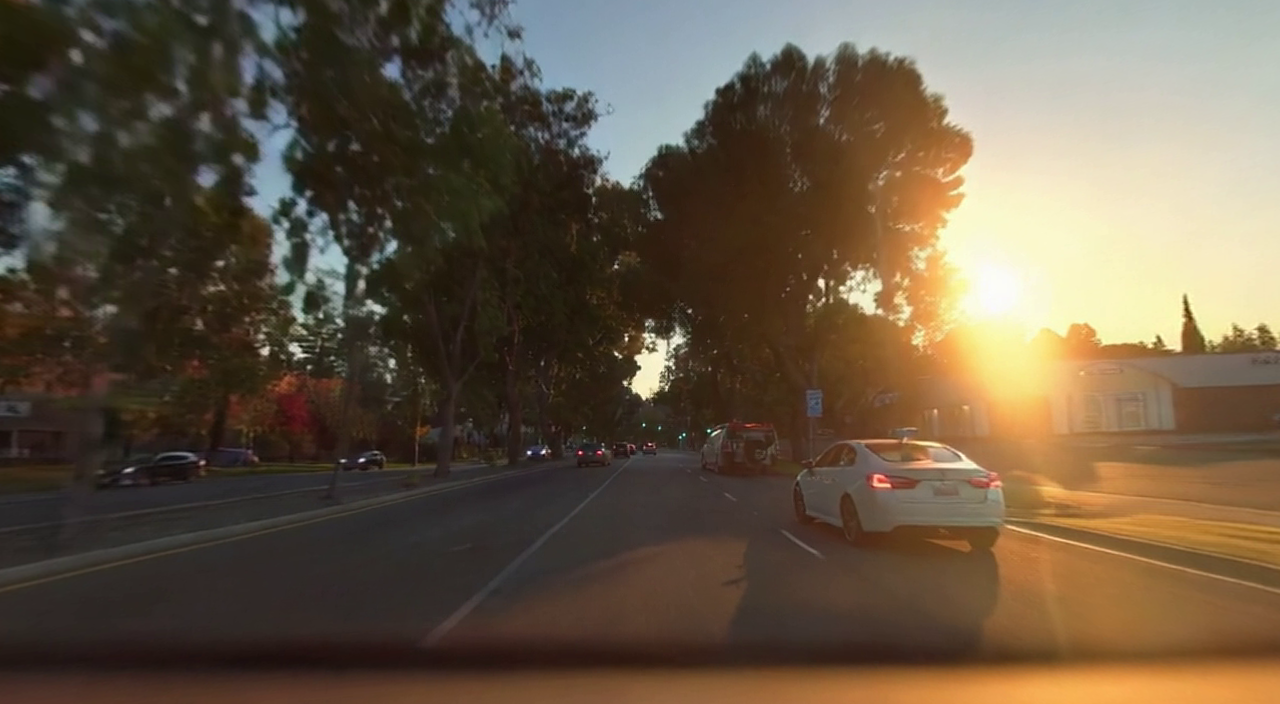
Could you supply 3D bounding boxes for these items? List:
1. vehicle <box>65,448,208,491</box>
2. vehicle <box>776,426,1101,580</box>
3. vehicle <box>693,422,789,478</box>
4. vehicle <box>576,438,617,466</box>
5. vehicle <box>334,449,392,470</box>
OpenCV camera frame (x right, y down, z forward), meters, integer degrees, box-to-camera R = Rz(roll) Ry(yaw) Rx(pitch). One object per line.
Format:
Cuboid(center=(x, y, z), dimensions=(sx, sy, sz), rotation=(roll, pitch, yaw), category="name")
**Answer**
Cuboid(center=(-21.775, 5.046, 27.579), dimensions=(2.106, 1.660, 4.699), rotation=(-1, -8, 5), category="vehicle")
Cuboid(center=(3.407, 1.813, 8.510), dimensions=(2.095, 1.475, 4.686), rotation=(0, -8, 0), category="vehicle")
Cuboid(center=(4.218, 4.303, 27.952), dimensions=(3.245, 2.199, 6.295), rotation=(0, -8, 0), category="vehicle")
Cuboid(center=(-2.801, 6.538, 41.329), dimensions=(2.250, 1.713, 4.422), rotation=(0, -8, 2), category="vehicle")
Cuboid(center=(-20.776, 8.049, 47.447), dimensions=(2.222, 1.472, 4.563), rotation=(0, -8, 1), category="vehicle")
